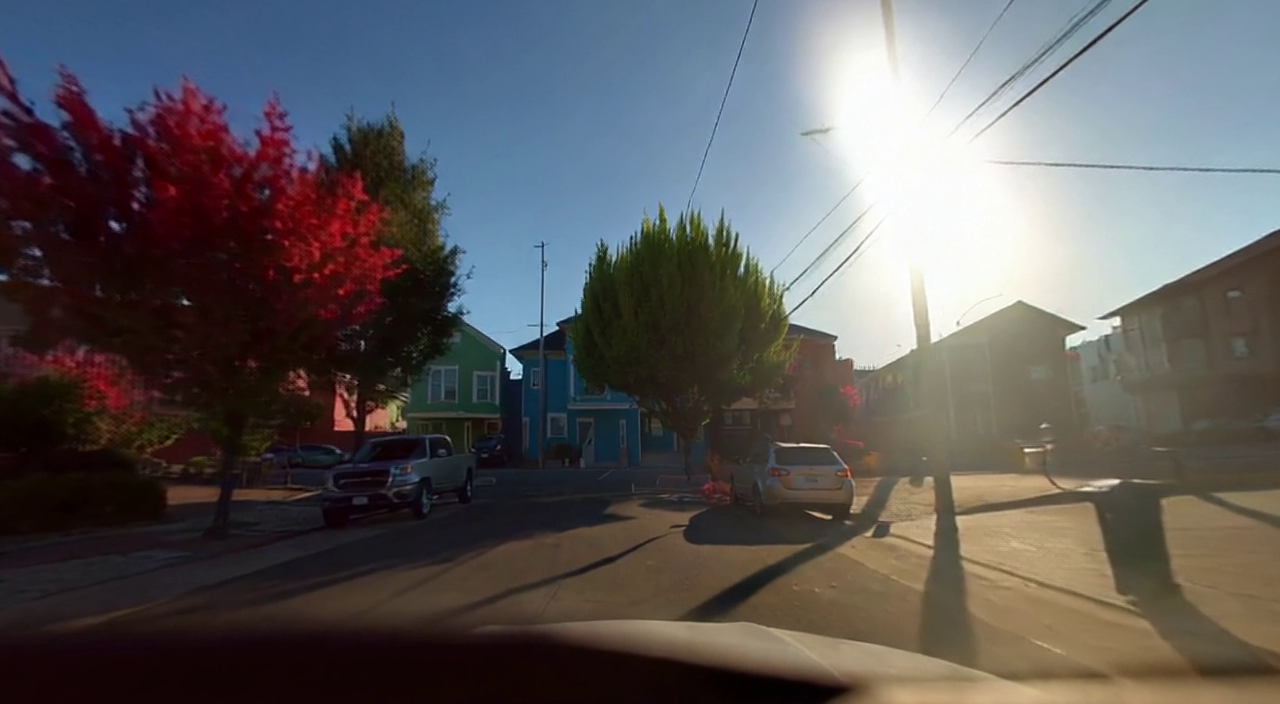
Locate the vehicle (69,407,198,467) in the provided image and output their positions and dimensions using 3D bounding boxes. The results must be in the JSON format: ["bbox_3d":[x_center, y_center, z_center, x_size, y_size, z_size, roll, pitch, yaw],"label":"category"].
[{"bbox_3d":[-31.402,5.177,39.431,2.473,2.922,6.719,-1,-1,3],"label":"vehicle"}]

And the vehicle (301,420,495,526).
[{"bbox_3d":[-5.569,2.895,15.800,2.480,2.084,6.353,0,-9,-1],"label":"vehicle"}]

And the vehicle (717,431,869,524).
[{"bbox_3d":[3.340,2.847,14.942,2.109,1.811,4.886,1,-9,-3],"label":"vehicle"}]

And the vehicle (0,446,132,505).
[{"bbox_3d":[-15.953,3.275,17.124,1.563,1.433,3.492,1,-9,-7],"label":"vehicle"}]
